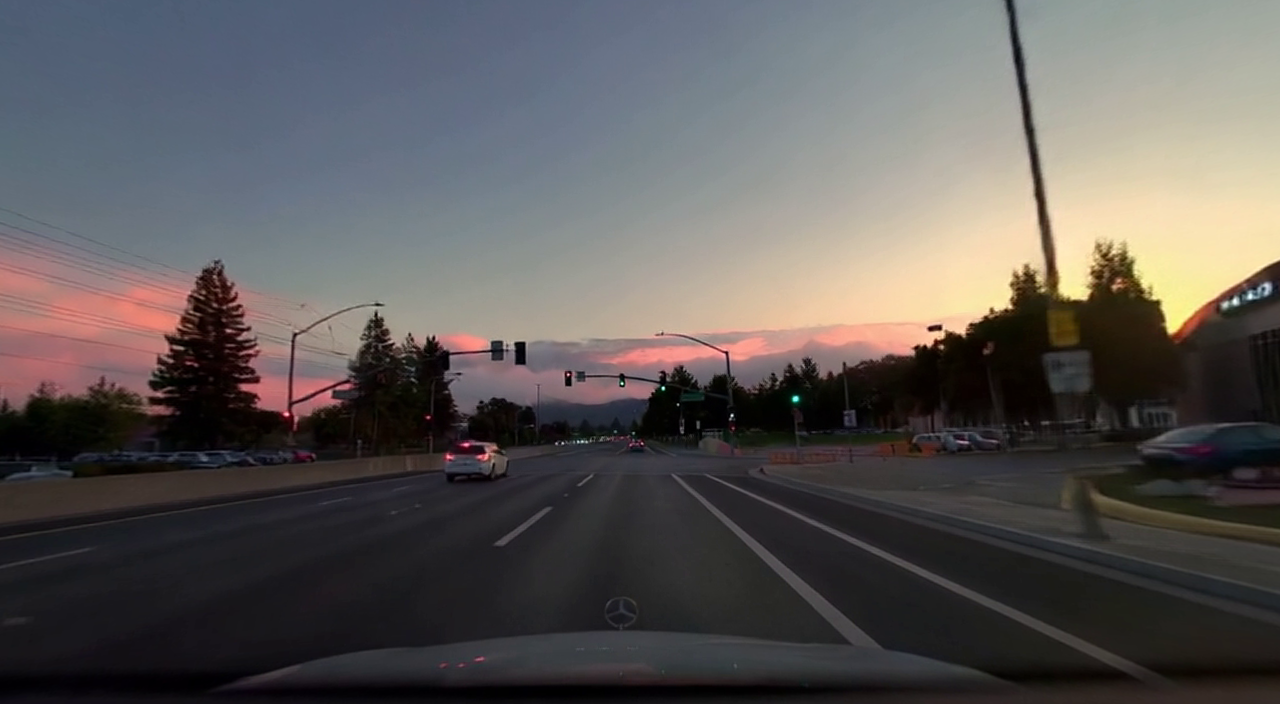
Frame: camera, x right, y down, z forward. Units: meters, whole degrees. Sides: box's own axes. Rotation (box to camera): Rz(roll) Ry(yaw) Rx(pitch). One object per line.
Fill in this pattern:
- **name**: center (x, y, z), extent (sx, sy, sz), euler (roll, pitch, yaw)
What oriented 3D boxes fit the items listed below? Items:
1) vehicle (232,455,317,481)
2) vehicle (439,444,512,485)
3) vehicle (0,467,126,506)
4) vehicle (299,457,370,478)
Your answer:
- **vehicle**: center (-25.665, 8.123, 44.432), extent (4.722, 1.741, 2.142), euler (-1, -9, 7)
- **vehicle**: center (-6.398, 4.409, 25.100), extent (1.928, 1.451, 4.219), euler (0, -9, -3)
- **vehicle**: center (-24.700, 5.612, 26.534), extent (4.403, 1.465, 1.928), euler (0, -9, -3)
- **vehicle**: center (-22.716, 8.602, 47.100), extent (4.298, 1.466, 1.921), euler (-1, -9, 3)
